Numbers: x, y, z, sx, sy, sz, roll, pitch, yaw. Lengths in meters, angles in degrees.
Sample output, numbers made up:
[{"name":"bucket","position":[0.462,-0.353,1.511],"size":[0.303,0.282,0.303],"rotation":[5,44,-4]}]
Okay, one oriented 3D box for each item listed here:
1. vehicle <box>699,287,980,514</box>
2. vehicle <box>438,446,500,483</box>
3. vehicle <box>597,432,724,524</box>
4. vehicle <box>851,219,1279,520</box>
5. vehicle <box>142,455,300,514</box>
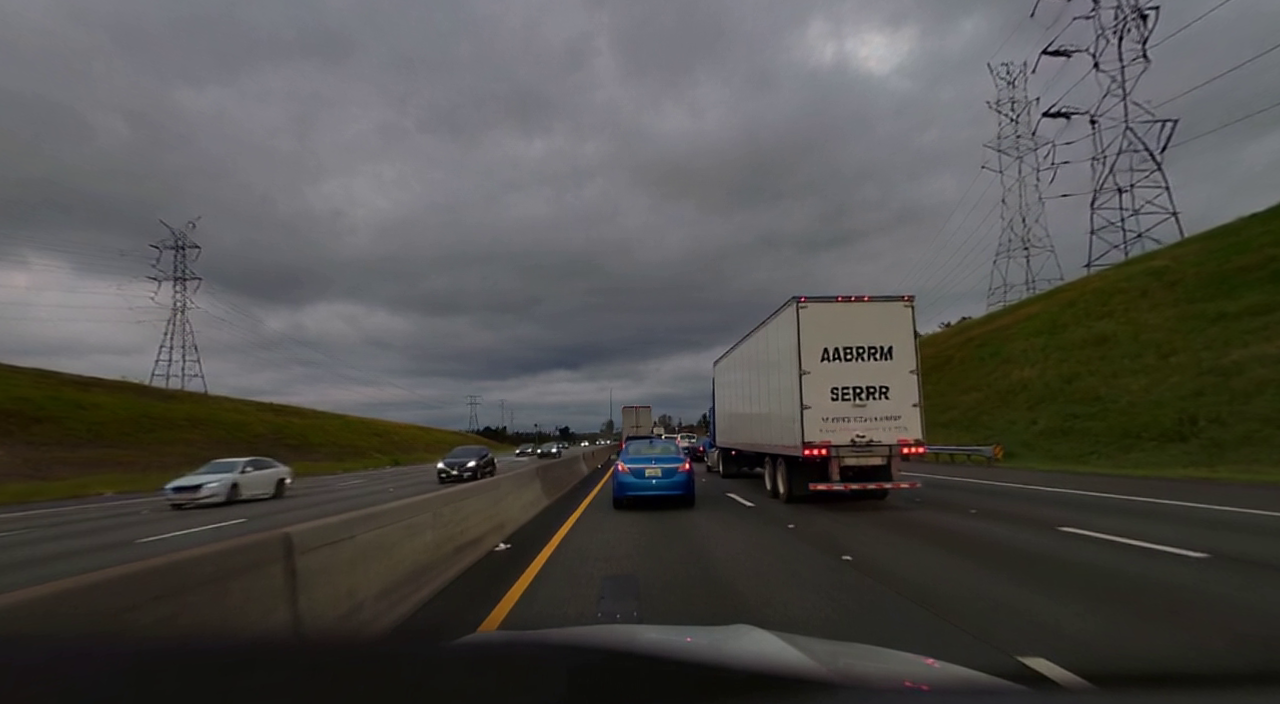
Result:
[{"name":"vehicle","position":[4.220,1.813,18.435],"size":[3.138,4.065,14.276],"rotation":[0,-8,-2]},{"name":"vehicle","position":[-8.049,5.303,29.988],"size":[1.926,1.606,3.853],"rotation":[-1,-8,-1]},{"name":"vehicle","position":[0.293,2.291,12.037],"size":[2.045,1.446,3.597],"rotation":[0,-8,-1]},{"name":"vehicle","position":[8.679,1.038,14.777],"size":[2.845,4.146,12.401],"rotation":[0,-8,-1]},{"name":"vehicle","position":[-12.377,3.908,19.001],"size":[1.918,1.457,4.106],"rotation":[-1,-8,1]}]
